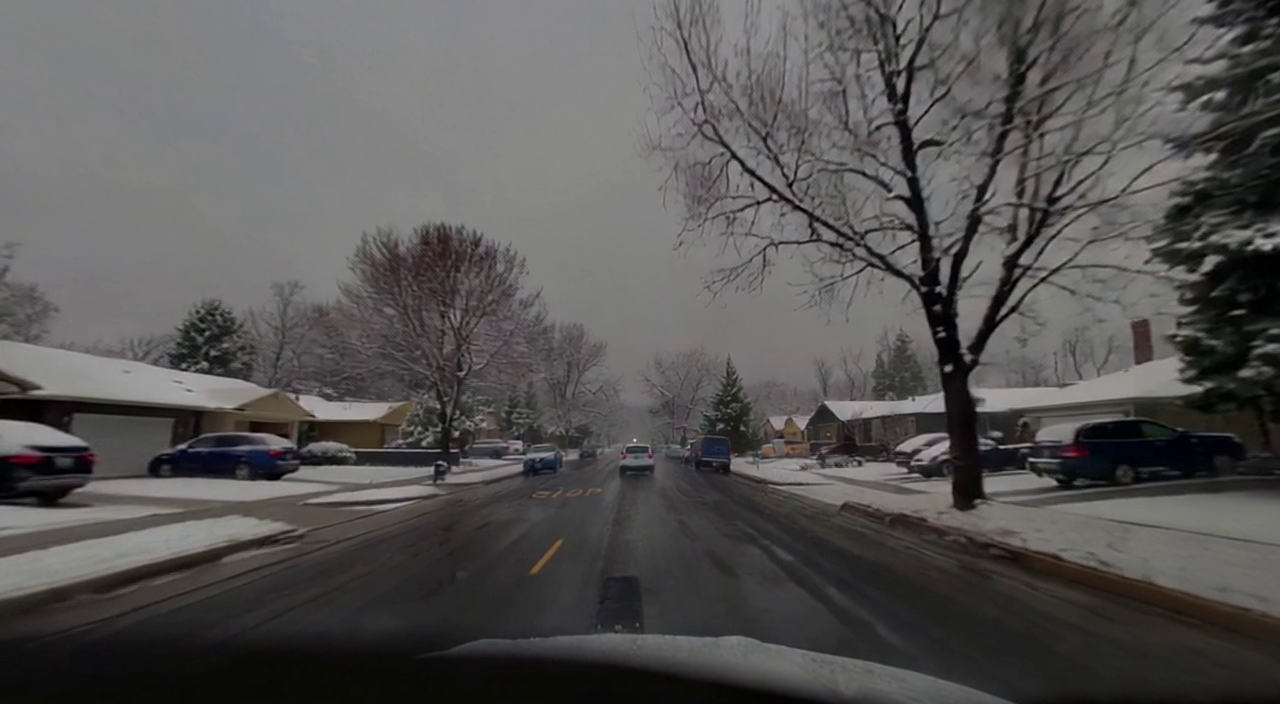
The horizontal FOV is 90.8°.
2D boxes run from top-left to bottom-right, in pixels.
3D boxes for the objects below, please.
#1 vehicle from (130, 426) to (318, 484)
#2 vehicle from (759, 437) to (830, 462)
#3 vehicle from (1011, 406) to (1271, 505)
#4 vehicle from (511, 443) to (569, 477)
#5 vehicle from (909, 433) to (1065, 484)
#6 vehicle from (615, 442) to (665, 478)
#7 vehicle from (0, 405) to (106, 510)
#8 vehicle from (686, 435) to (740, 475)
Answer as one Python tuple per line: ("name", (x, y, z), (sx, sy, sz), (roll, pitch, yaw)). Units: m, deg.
("vehicle", (-12.960, 3.215, 19.872), (4.551, 1.700, 1.920), (0, -8, 2))
("vehicle", (11.417, 7.260, 46.999), (4.730, 1.504, 1.894), (-4, -8, 1))
("vehicle", (12.052, 2.474, 15.433), (4.620, 1.735, 1.969), (-6, -7, -4))
("vehicle", (-5.062, 5.520, 32.543), (1.984, 1.498, 4.508), (-3, -8, 3))
("vehicle", (11.769, 3.609, 21.613), (4.157, 1.520, 1.938), (-1, -8, -3))
("vehicle", (0.013, 4.716, 27.810), (2.000, 1.449, 4.006), (0, -8, 0))
("vehicle", (-12.862, 1.901, 11.454), (4.510, 1.728, 1.997), (0, -8, 1))
("vehicle", (3.854, 5.548, 34.320), (2.221, 1.960, 4.927), (0, -8, -2))
